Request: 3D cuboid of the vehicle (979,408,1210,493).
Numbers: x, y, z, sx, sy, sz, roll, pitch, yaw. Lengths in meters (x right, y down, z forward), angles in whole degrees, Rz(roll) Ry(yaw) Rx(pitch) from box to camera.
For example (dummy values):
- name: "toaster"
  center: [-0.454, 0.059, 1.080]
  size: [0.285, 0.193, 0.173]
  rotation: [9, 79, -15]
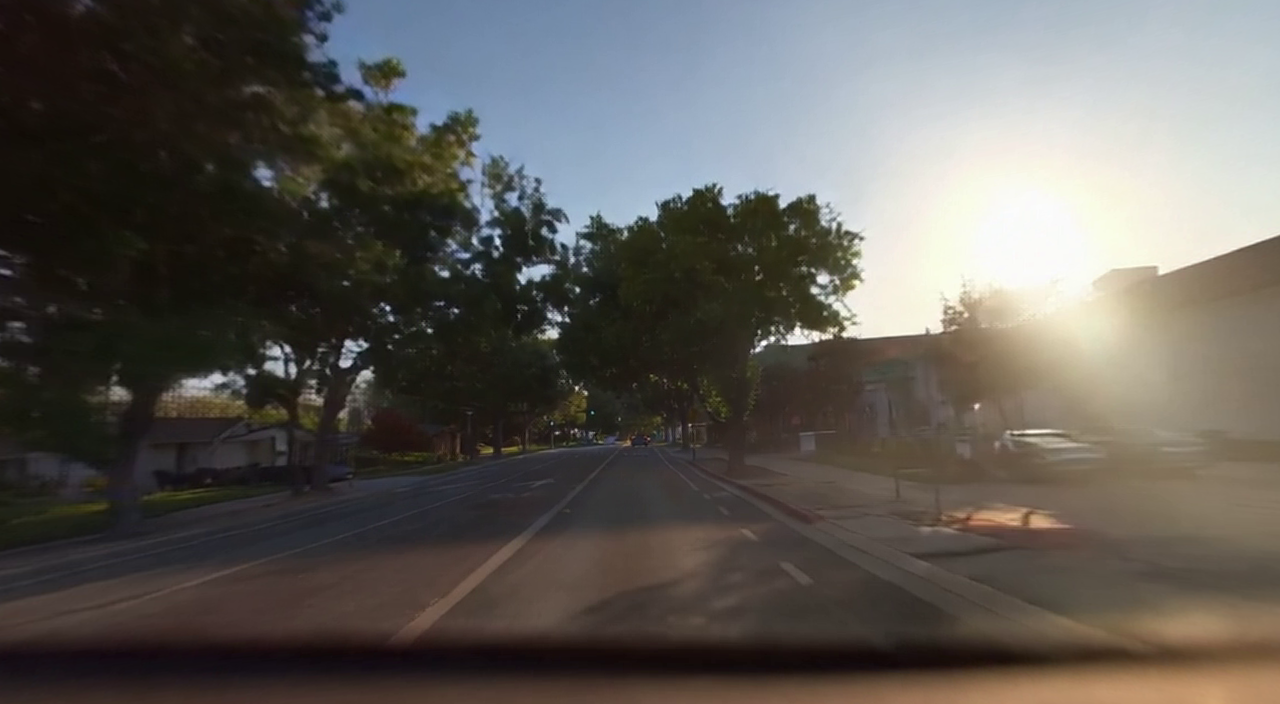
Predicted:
- name: "vehicle"
  center: [11.083, 2.602, 15.955]
  size: [2.001, 1.744, 4.449]
  rotation: [-1, -12, -9]
